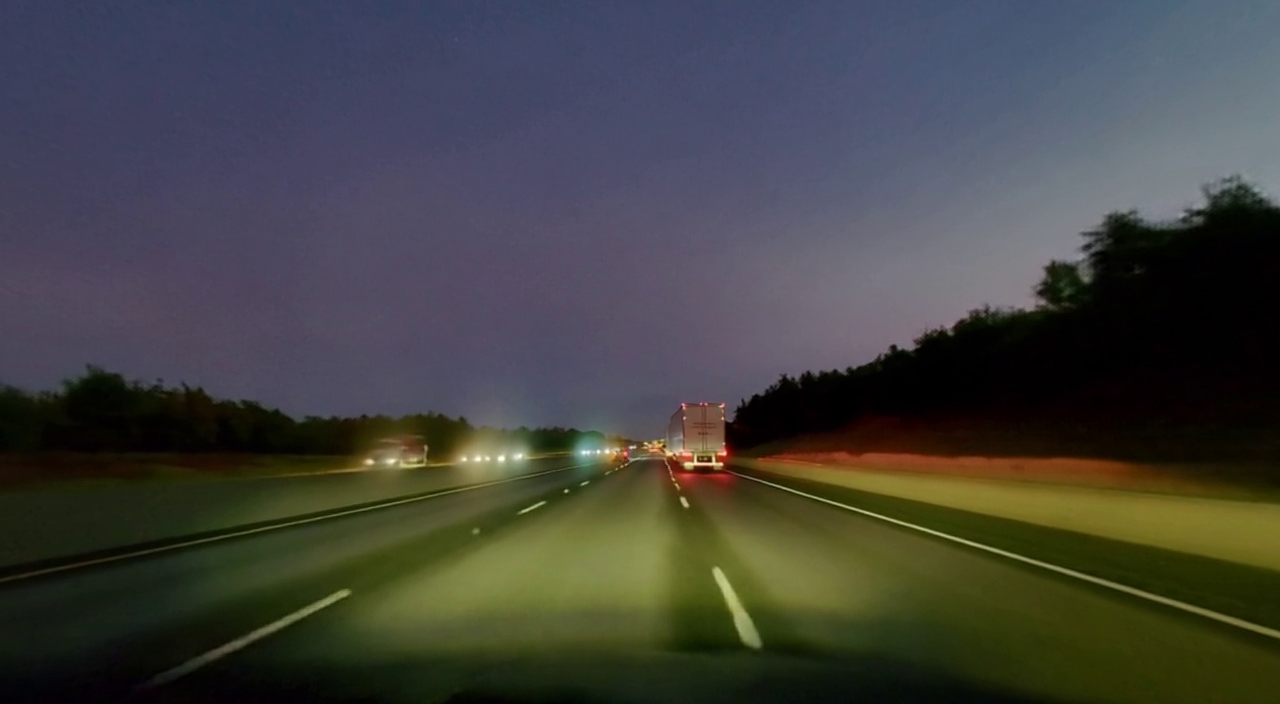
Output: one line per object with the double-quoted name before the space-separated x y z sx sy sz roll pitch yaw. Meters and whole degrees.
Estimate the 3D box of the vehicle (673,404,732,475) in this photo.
"vehicle" 3.953 6.192 43.531 2.901 4.032 14.338 0 -9 1
